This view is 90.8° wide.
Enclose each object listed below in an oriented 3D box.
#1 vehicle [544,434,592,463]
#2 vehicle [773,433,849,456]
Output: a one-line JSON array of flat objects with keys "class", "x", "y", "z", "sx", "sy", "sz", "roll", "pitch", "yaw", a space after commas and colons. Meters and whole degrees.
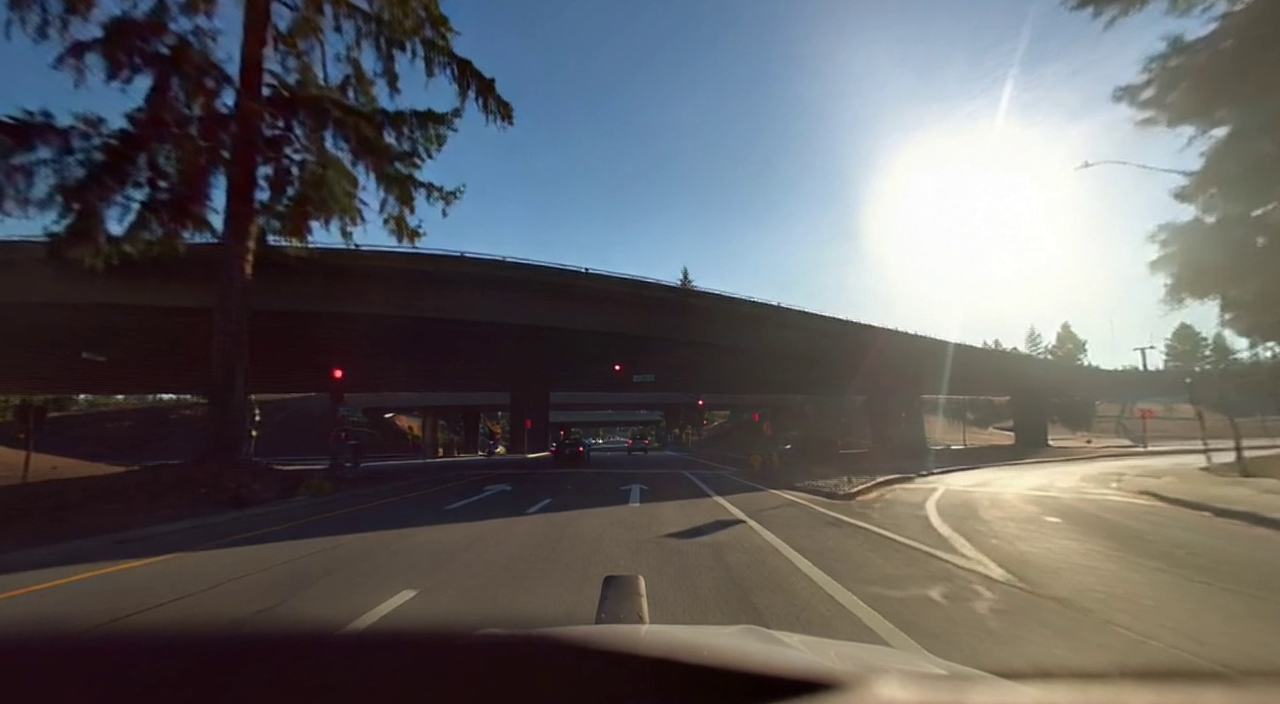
[{"class": "vehicle", "x": -3.856, "y": 5.306, "z": 34.634, "sx": 2.082, "sy": 1.472, "sz": 4.310, "roll": 0, "pitch": -9, "yaw": 0}, {"class": "vehicle", "x": 11.720, "y": 6.365, "z": 43.478, "sx": 4.691, "sy": 1.466, "sz": 1.800, "roll": 1, "pitch": -9, "yaw": -6}]
